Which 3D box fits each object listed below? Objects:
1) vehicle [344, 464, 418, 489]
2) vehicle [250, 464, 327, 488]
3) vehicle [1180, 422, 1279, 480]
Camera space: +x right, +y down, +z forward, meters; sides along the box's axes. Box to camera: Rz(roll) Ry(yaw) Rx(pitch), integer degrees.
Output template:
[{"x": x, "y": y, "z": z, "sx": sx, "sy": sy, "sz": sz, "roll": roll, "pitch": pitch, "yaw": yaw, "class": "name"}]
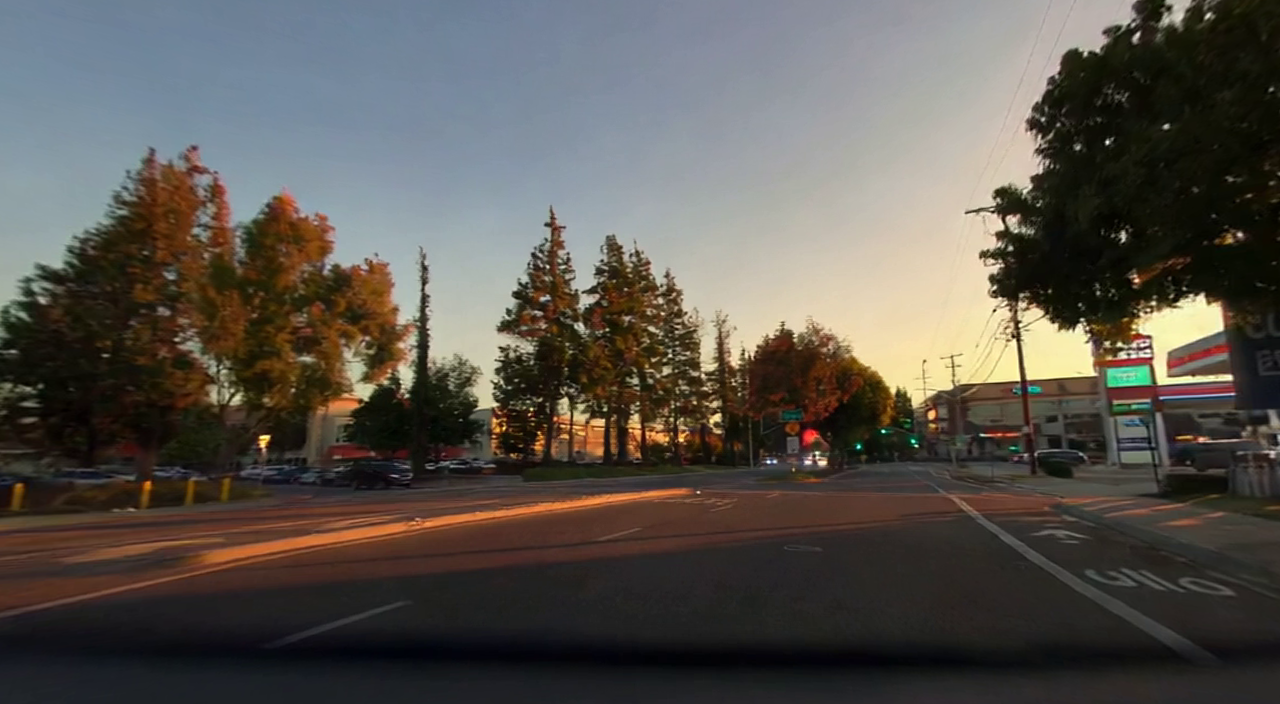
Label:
[{"x": -17.587, "y": 8.414, "z": 42.888, "sx": 4.353, "sy": 1.486, "sz": 1.991, "roll": -3, "pitch": -9, "yaw": 19, "class": "vehicle"}, {"x": -25.220, "y": 8.869, "z": 45.328, "sx": 4.538, "sy": 1.545, "sz": 2.021, "roll": -2, "pitch": -9, "yaw": 13, "class": "vehicle"}, {"x": 33.065, "y": 5.536, "z": 35.330, "sx": 2.642, "sy": 2.930, "sz": 5.826, "roll": -4, "pitch": -10, "yaw": 25, "class": "vehicle"}]
